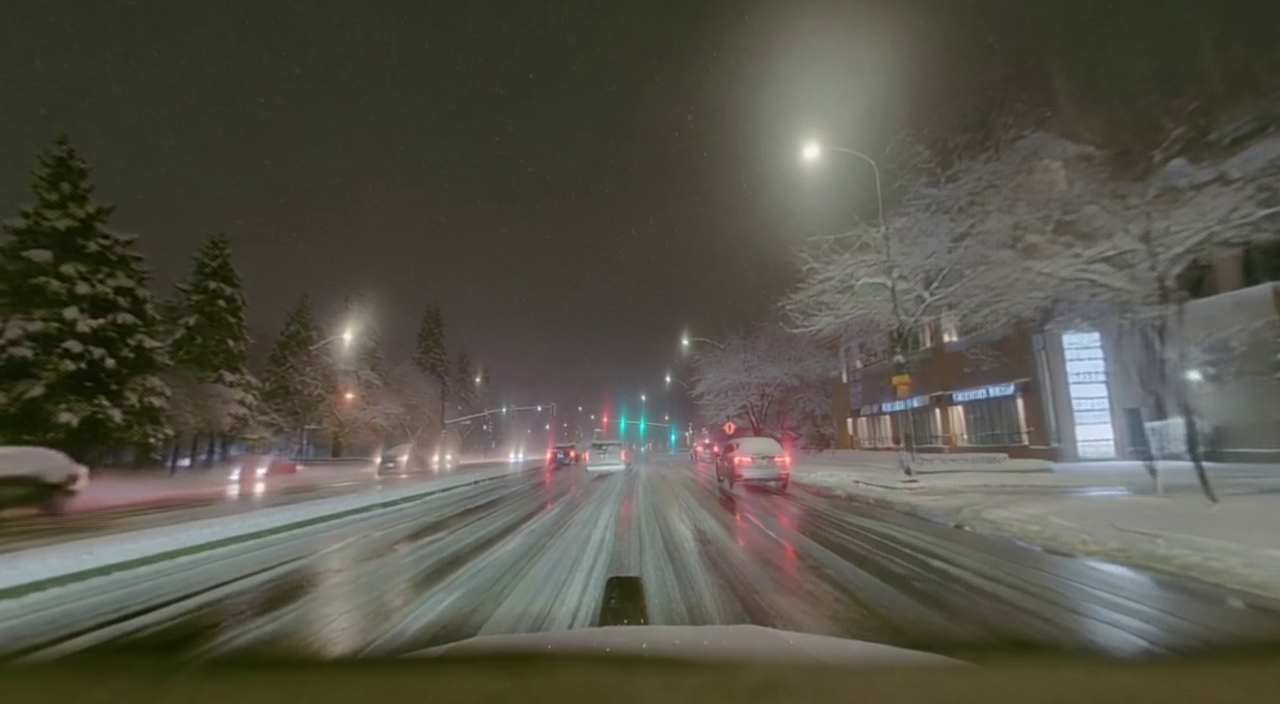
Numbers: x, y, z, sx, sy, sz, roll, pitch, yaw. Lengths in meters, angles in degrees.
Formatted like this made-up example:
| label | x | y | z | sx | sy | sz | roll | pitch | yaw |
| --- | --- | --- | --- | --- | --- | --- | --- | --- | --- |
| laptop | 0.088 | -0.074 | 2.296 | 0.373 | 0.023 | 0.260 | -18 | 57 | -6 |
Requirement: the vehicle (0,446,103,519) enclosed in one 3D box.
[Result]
| label | x | y | z | sx | sy | sz | roll | pitch | yaw |
| --- | --- | --- | --- | --- | --- | --- | --- | --- | --- |
| vehicle | -15.565 | 3.083 | 15.011 | 1.863 | 1.658 | 4.078 | 0 | -8 | 1 |

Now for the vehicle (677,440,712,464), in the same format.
| label | x | y | z | sx | sy | sz | roll | pitch | yaw |
| --- | --- | --- | --- | --- | --- | --- | --- | --- | --- |
| vehicle | 3.589 | 6.669 | 42.214 | 1.913 | 1.463 | 4.198 | 0 | -8 | -1 |

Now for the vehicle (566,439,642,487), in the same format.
| label | x | y | z | sx | sy | sz | roll | pitch | yaw |
| --- | --- | --- | --- | --- | --- | --- | --- | --- | --- |
| vehicle | -1.077 | 3.610 | 20.840 | 1.971 | 1.433 | 3.923 | -1 | -8 | 4 |

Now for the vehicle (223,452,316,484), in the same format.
| label | x | y | z | sx | sy | sz | roll | pitch | yaw |
| --- | --- | --- | --- | --- | --- | --- | --- | --- | --- |
| vehicle | -19.277 | 6.014 | 33.094 | 1.984 | 1.481 | 4.752 | 0 | -8 | 1 |

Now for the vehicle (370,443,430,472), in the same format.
| label | x | y | z | sx | sy | sz | roll | pitch | yaw |
| --- | --- | --- | --- | --- | --- | --- | --- | --- | --- |
| vehicle | -15.289 | 6.714 | 40.362 | 1.957 | 1.732 | 4.568 | -1 | -8 | 1 |

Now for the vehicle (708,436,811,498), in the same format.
| label | x | y | z | sx | sy | sz | roll | pitch | yaw |
| --- | --- | --- | --- | --- | --- | --- | --- | --- | --- |
| vehicle | 3.138 | 3.106 | 17.490 | 1.948 | 1.474 | 4.360 | 0 | -8 | -1 |
